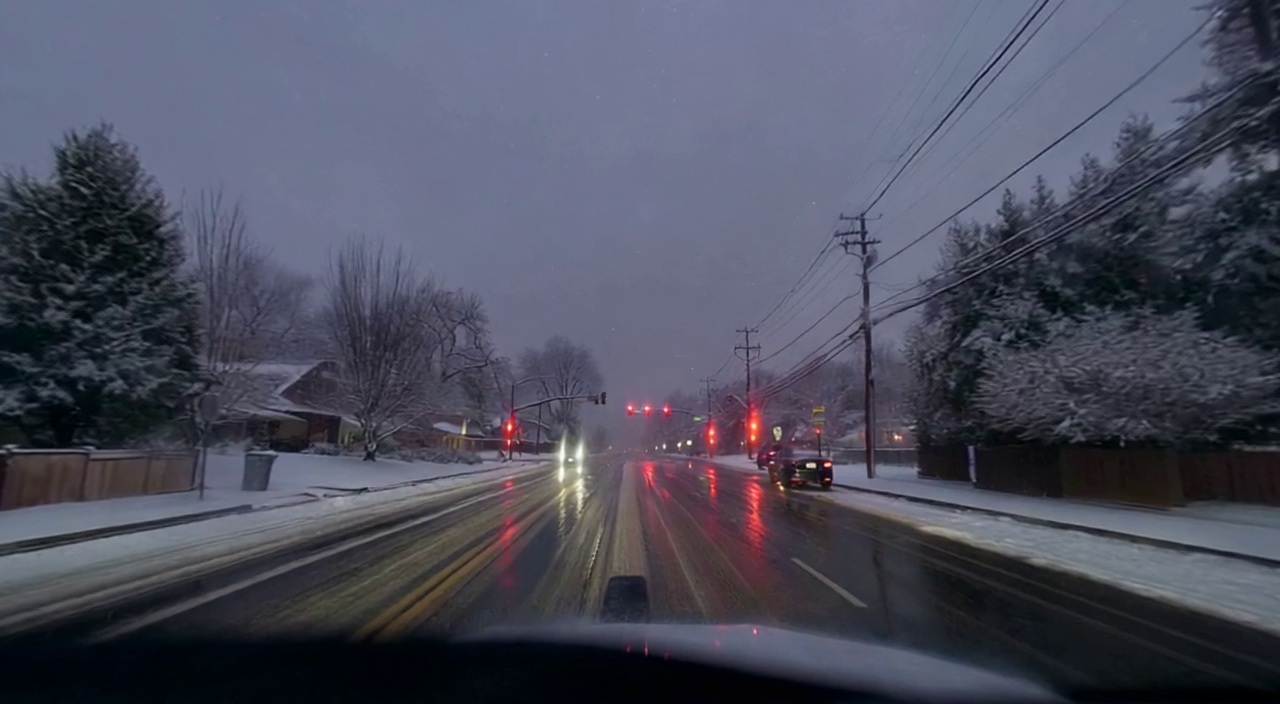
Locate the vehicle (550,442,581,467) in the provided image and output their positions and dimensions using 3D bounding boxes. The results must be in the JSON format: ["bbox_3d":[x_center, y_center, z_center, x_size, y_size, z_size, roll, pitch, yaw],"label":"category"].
[{"bbox_3d":[-5.641,7.854,48.371,2.012,1.778,4.990,0,-8,-3],"label":"vehicle"}]

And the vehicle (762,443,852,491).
[{"bbox_3d":[5.713,3.954,22.134,2.040,1.475,4.389,0,-8,1],"label":"vehicle"}]
